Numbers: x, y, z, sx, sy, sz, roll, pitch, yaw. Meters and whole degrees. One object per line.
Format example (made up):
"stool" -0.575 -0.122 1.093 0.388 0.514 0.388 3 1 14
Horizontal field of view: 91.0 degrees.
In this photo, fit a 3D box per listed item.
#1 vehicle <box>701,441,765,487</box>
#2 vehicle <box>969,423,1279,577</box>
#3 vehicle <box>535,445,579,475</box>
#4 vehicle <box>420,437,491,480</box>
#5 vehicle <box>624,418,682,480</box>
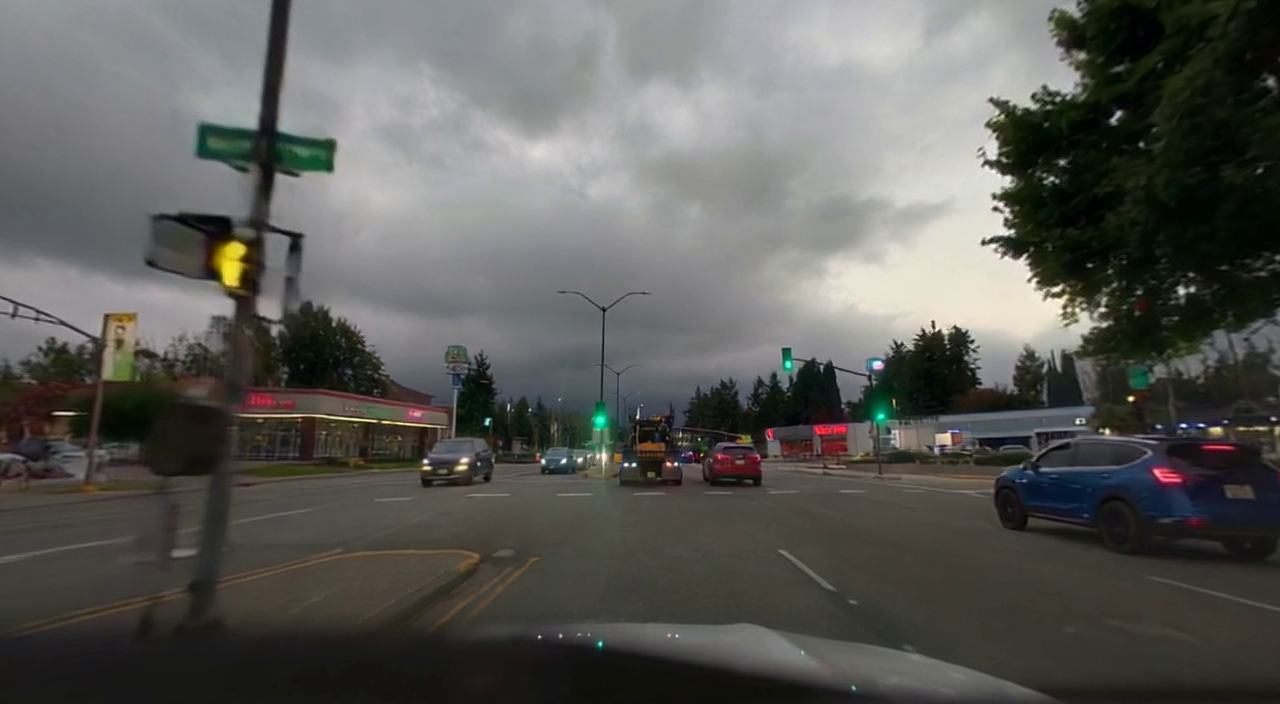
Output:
"vehicle" 3.812 4.648 26.537 2.025 1.754 4.311 0 -8 0
"vehicle" 7.079 1.989 9.316 1.982 1.698 4.408 0 -8 0
"vehicle" -4.587 6.023 35.417 2.001 1.518 4.316 0 -8 -1
"vehicle" -8.751 5.071 30.336 2.020 1.864 4.634 0 -8 0
"vehicle" 0.517 4.274 27.839 2.370 2.518 3.858 0 -8 0
